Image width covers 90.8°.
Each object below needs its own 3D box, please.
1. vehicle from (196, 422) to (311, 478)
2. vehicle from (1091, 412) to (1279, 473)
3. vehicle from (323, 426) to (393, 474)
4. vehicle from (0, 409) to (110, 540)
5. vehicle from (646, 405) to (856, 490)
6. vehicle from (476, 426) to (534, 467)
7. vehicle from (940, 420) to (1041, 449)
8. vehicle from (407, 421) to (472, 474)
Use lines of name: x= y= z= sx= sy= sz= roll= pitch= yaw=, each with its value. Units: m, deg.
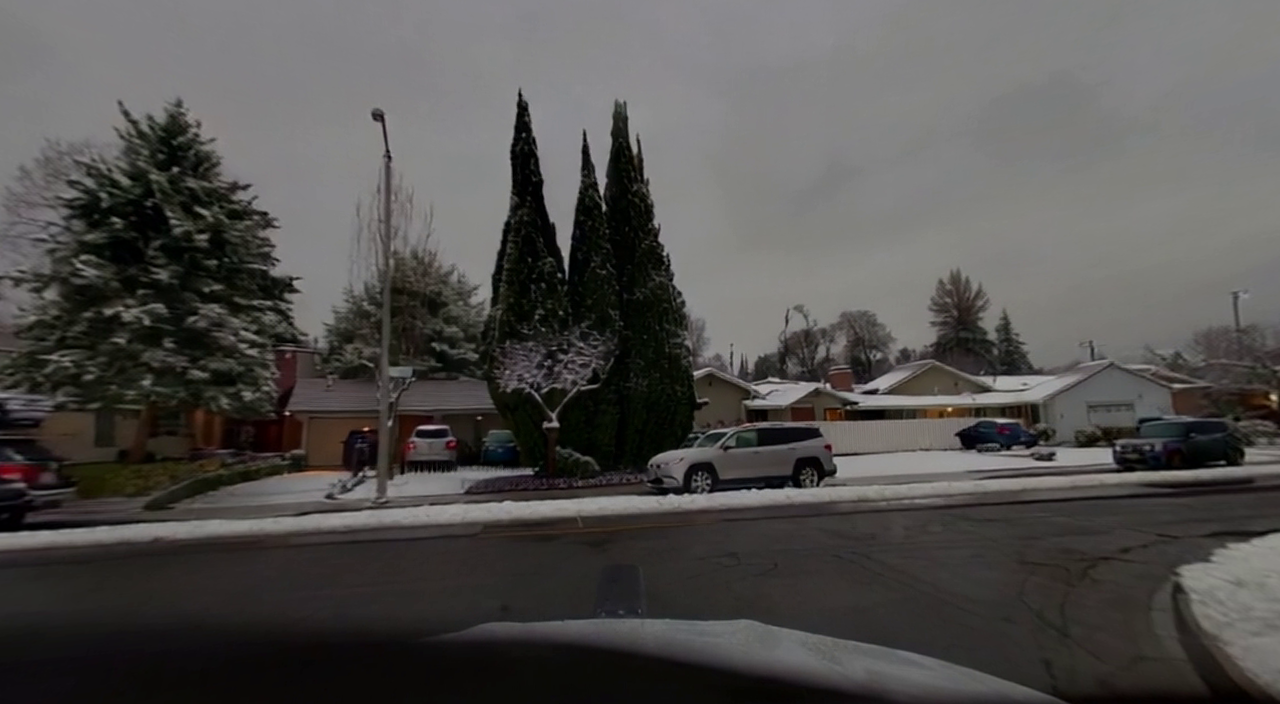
vehicle: x=-15.748 y=3.976 z=25.598 sx=5.475 sy=2.043 sz=2.307 roll=-8 pitch=-12 yaw=41
vehicle: x=18.159 y=3.015 z=21.096 sx=5.179 sy=1.847 sz=2.219 roll=2 pitch=-11 yaw=-19
vehicle: x=-12.391 y=4.356 z=28.113 sx=2.391 sy=1.894 sz=5.075 roll=3 pitch=-10 yaw=-19
vehicle: x=-13.703 y=2.210 z=11.626 sx=5.419 sy=2.292 sz=2.272 roll=3 pitch=-8 yaw=-18
vehicle: x=2.808 y=2.522 z=16.460 sx=4.919 sy=1.969 sz=2.104 roll=3 pitch=-10 yaw=-14
vehicle: x=-6.221 y=4.330 z=28.778 sx=2.005 sy=1.699 sz=4.234 roll=3 pitch=-10 yaw=-19
vehicle: x=20.028 y=4.818 z=36.321 sx=1.967 sy=1.523 sz=4.619 roll=6 pitch=-11 yaw=-32
vehicle: x=-8.490 y=4.049 z=26.840 sx=2.278 sy=1.969 sz=5.533 roll=3 pitch=-9 yaw=-17
